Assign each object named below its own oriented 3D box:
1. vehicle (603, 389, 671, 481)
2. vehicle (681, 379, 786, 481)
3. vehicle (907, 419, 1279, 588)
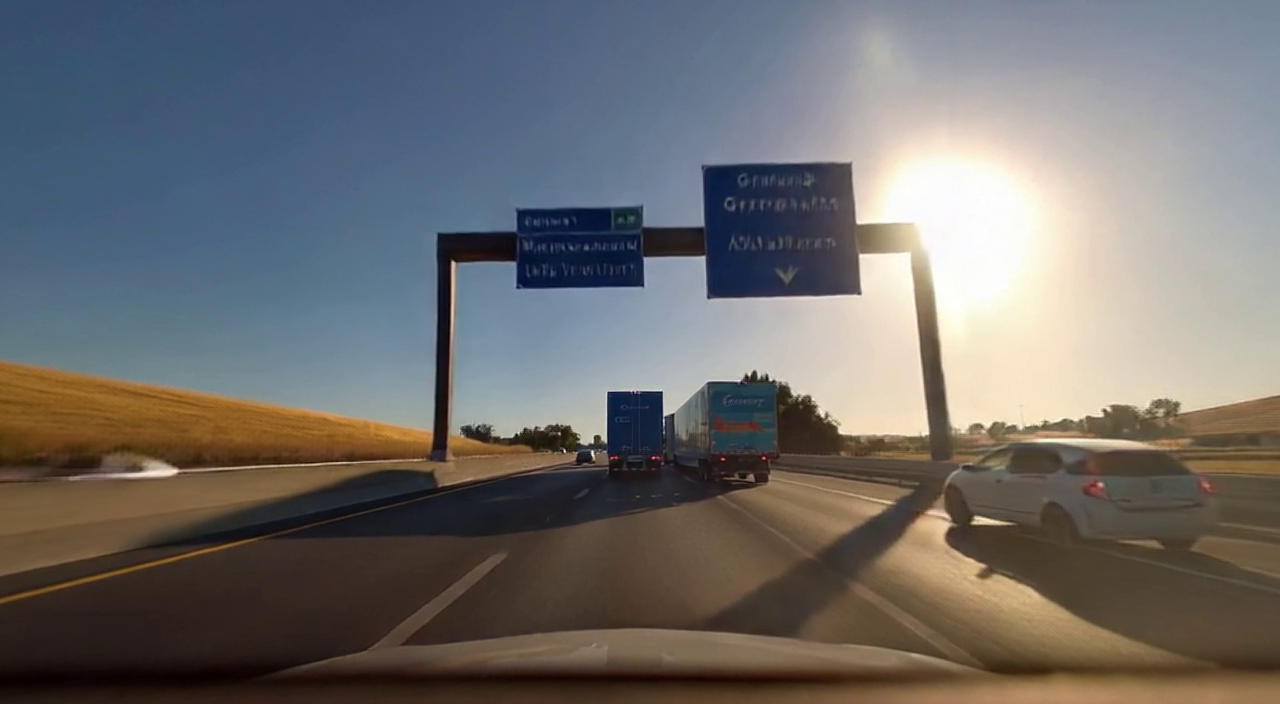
[{"bbox_3d":[-0.139,4.227,31.445,2.864,3.805,9.709,0,-9,0],"label":"vehicle"},{"bbox_3d":[4.264,4.275,32.954,3.044,4.128,14.482,0,-9,-1],"label":"vehicle"},{"bbox_3d":[5.488,1.768,8.277,2.086,1.530,4.808,-1,-9,3],"label":"vehicle"}]
